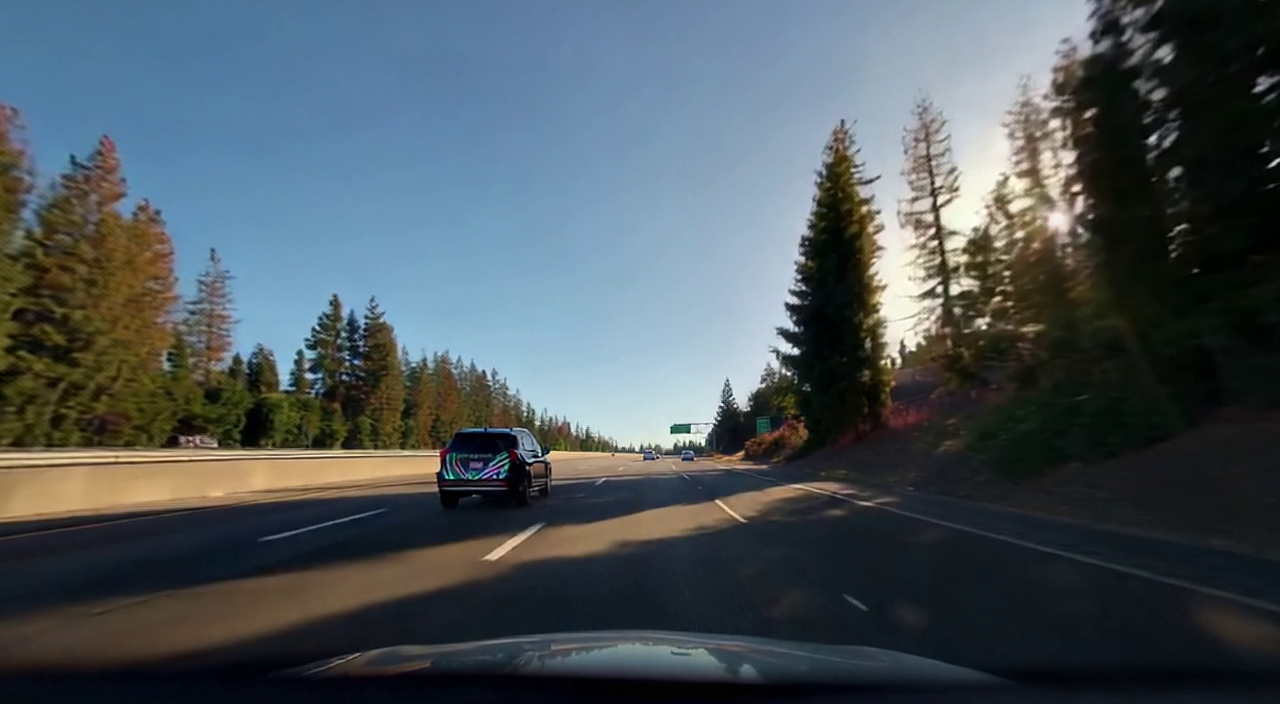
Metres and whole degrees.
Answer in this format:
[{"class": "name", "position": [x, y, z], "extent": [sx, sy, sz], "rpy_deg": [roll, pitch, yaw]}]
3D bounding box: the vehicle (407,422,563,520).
[{"class": "vehicle", "position": [-3.189, 2.578, 14.204], "extent": [2.183, 1.803, 4.685], "rpy_deg": [0, -8, 2]}]
